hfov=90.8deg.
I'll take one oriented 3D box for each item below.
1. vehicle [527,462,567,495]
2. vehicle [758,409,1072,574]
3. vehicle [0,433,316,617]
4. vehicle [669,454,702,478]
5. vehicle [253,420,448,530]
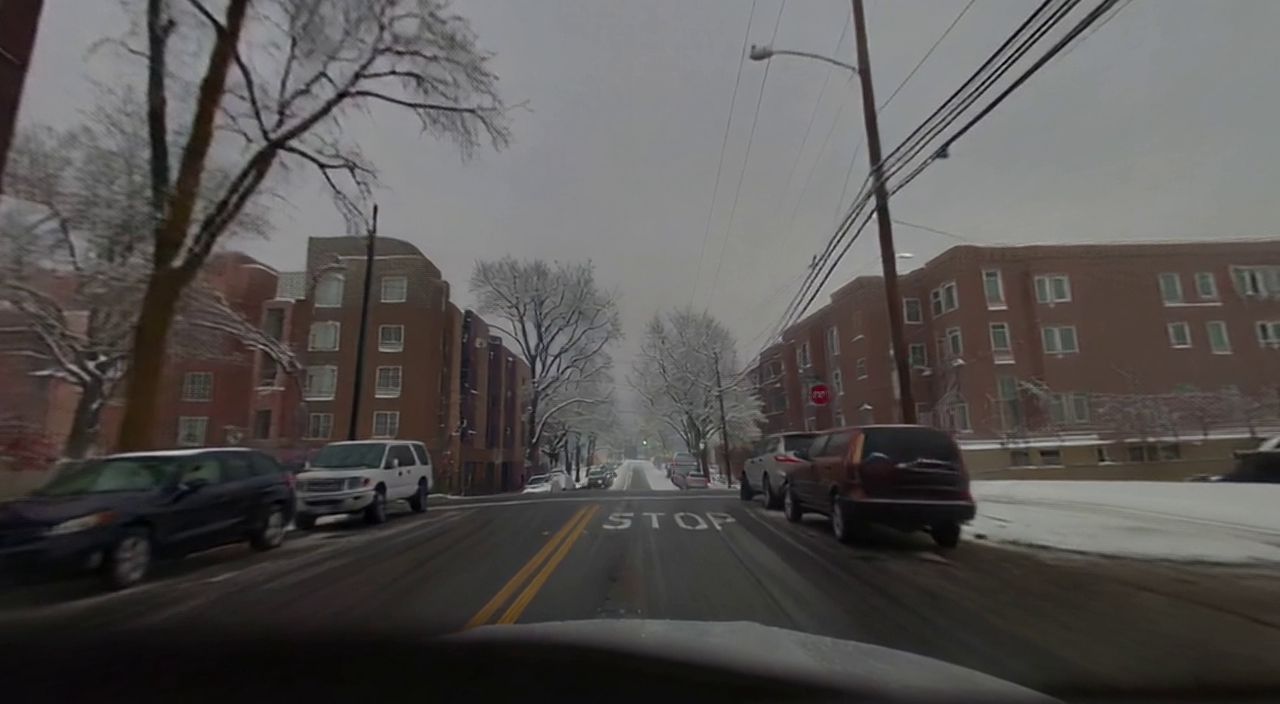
[{"bbox_3d":[-5.894,8.030,40.351,1.987,1.662,4.141,-2,-7,-1],"label":"vehicle"},{"bbox_3d":[3.337,1.800,8.984,2.154,1.699,4.591,0,-8,-4],"label":"vehicle"},{"bbox_3d":[-6.295,1.927,8.003,2.069,1.647,4.359,-2,-8,0],"label":"vehicle"},{"bbox_3d":[3.376,8.653,48.001,2.051,1.526,4.673,0,-7,-2],"label":"vehicle"},{"bbox_3d":[-6.117,2.738,14.249,2.076,1.913,5.060,-3,-10,-1],"label":"vehicle"}]
